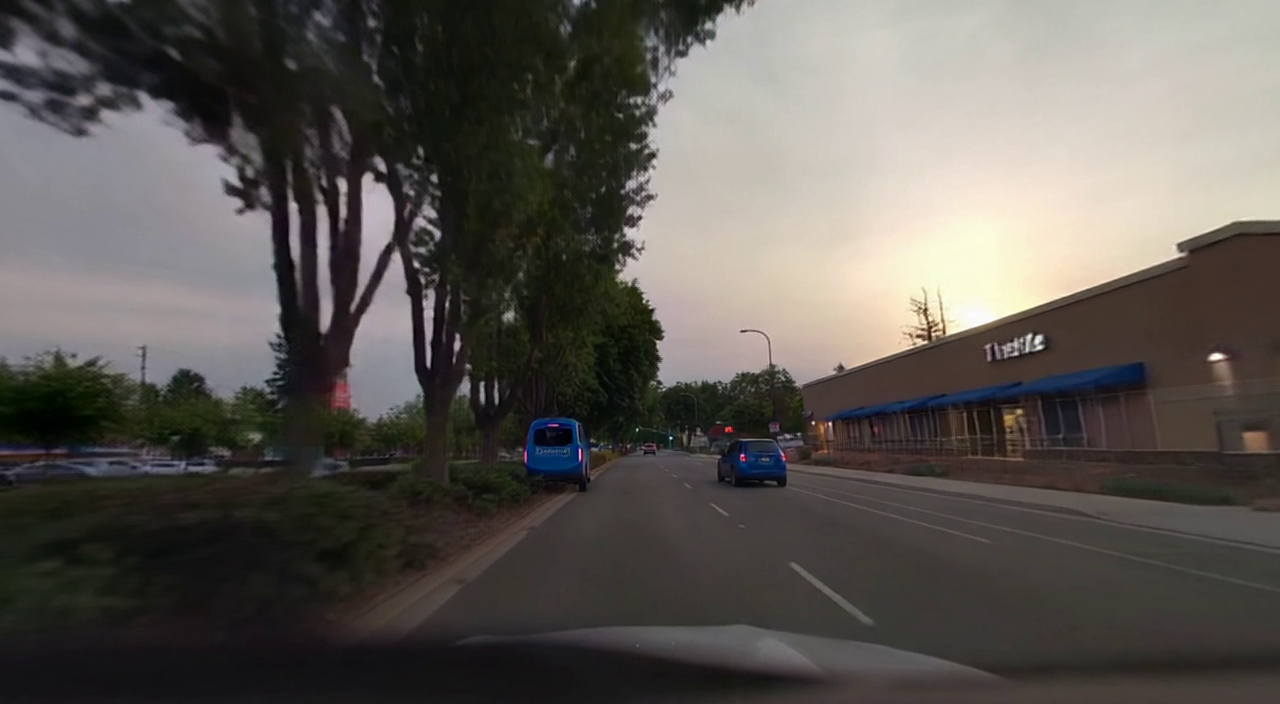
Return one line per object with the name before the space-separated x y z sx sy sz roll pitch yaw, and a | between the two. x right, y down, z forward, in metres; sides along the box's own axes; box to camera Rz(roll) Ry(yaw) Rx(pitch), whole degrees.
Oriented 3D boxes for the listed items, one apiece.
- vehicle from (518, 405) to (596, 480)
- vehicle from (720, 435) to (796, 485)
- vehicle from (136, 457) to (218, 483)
vehicle | -3.333 3.845 26.680 2.443 2.784 5.862 0 -9 0
vehicle | 4.256 3.976 23.486 1.869 1.646 4.166 0 -9 -2
vehicle | -31.517 8.039 43.132 4.225 1.449 1.819 1 -9 -27
